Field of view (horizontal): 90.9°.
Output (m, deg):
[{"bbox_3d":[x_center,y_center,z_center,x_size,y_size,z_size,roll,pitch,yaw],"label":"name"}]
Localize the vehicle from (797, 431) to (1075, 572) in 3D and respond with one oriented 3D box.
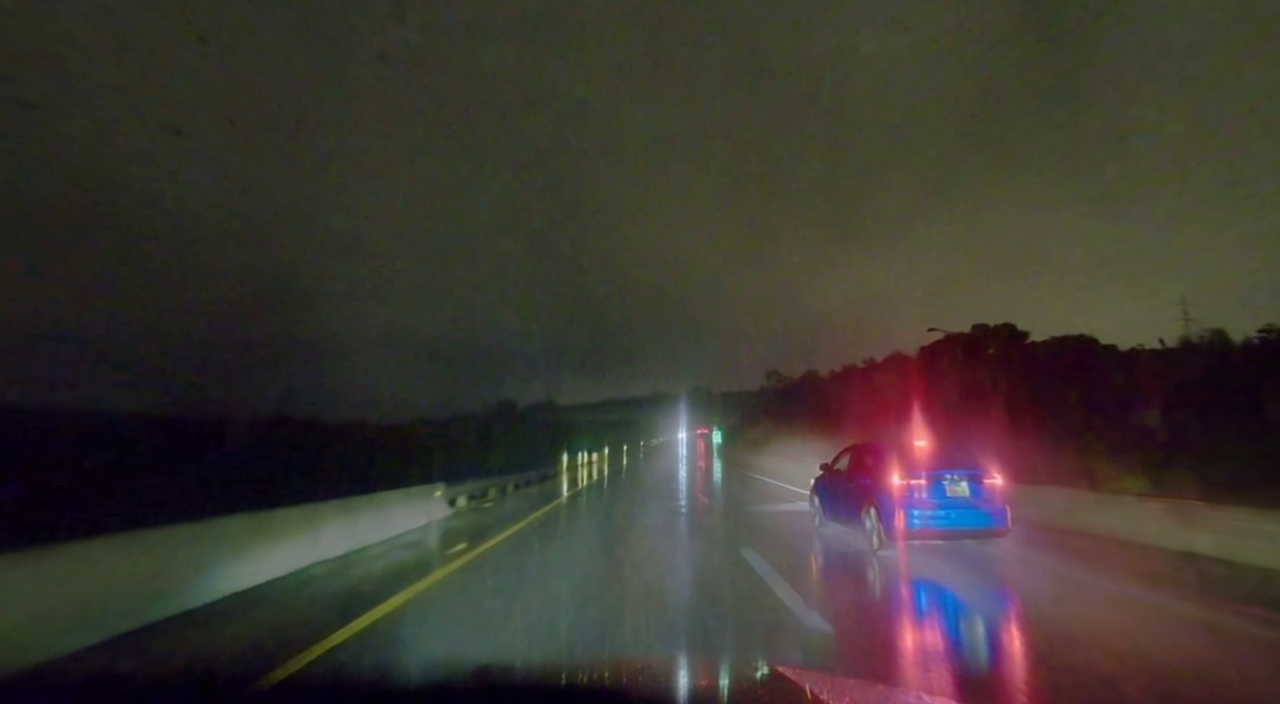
[{"bbox_3d":[3.747,1.939,8.969,1.997,1.515,4.025,0,-8,0],"label":"vehicle"}]
